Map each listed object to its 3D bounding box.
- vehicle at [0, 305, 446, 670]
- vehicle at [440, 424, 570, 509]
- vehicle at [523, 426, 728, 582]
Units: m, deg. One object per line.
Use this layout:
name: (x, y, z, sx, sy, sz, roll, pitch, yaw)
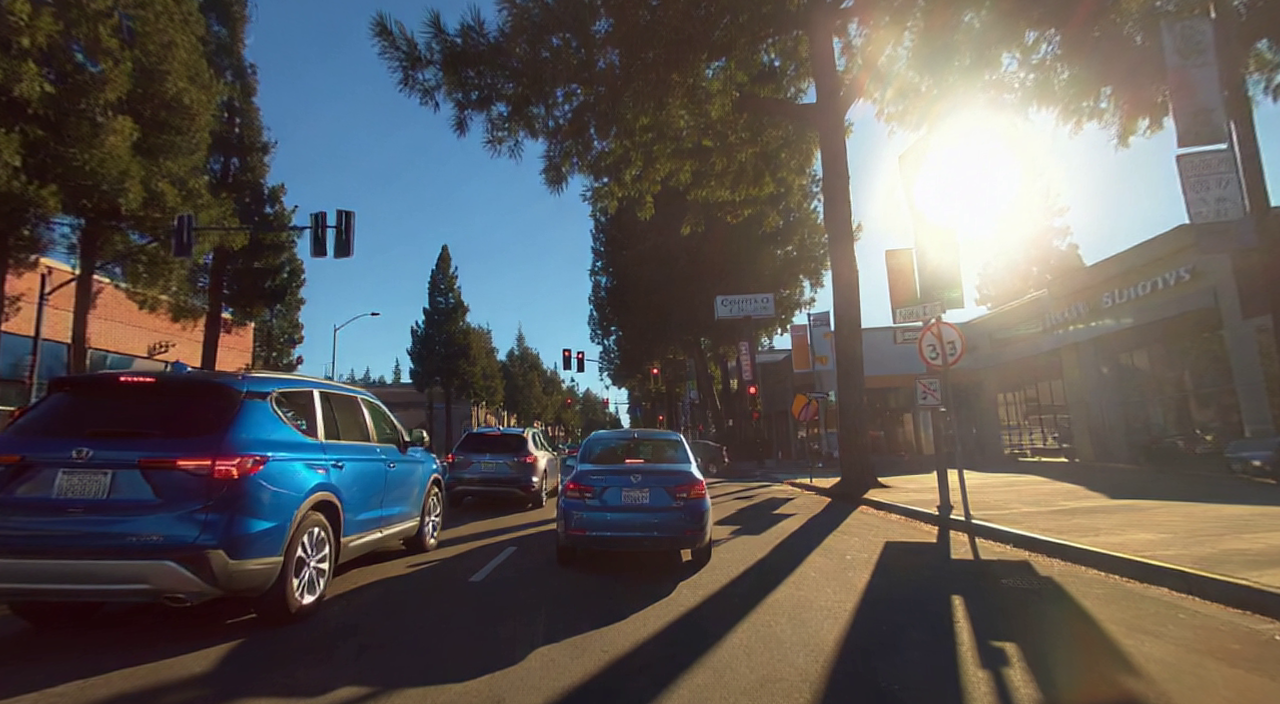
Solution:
vehicle: (-3.815, 1.131, 6.221, 2.152, 2.118, 5.066, 0, -8, 0)
vehicle: (-2.928, 2.591, 14.606, 2.047, 1.664, 4.148, 0, -8, 1)
vehicle: (-0.169, 1.778, 8.182, 1.966, 1.481, 4.146, 0, -8, -1)
